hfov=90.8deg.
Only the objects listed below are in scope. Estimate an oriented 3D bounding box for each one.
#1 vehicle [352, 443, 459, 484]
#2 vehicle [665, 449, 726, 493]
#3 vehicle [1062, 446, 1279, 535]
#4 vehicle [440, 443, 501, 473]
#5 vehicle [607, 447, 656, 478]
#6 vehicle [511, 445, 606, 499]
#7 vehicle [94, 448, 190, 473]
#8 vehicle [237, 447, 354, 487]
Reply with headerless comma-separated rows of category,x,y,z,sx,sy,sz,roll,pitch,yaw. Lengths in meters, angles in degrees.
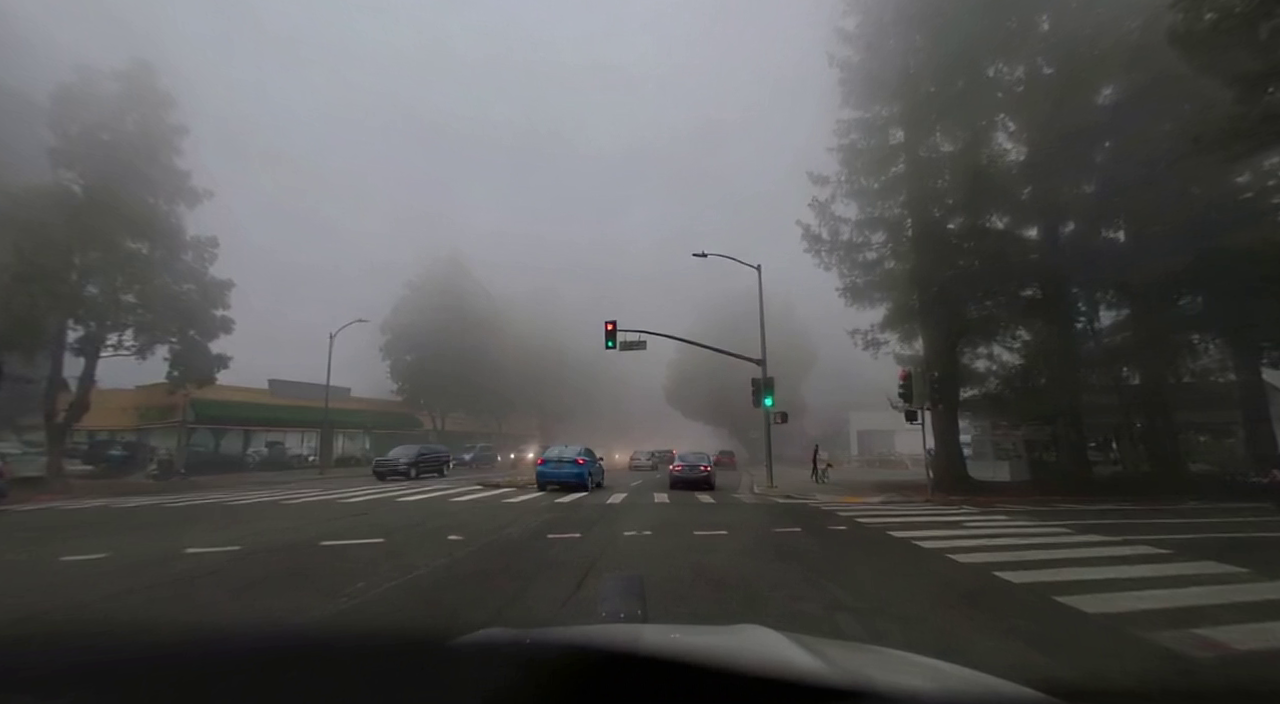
vehicle,-9.566,4.558,26.256,1.923,1.516,4.727,-2,-9,10
vehicle,2.157,4.410,23.769,2.085,1.475,3.976,-1,-9,7
vehicle,11.003,2.551,12.170,4.472,1.471,2.148,2,-9,-12
vehicle,-10.649,6.682,40.107,1.961,1.731,4.450,-2,-9,10
vehicle,-0.395,5.882,34.038,1.887,1.517,4.254,-2,-9,10
vehicle,-2.404,3.680,19.847,1.921,1.477,4.083,-1,-9,8
vehicle,-32.364,7.053,41.263,1.760,1.465,4.788,-2,-9,11
vehicle,-13.988,4.677,25.986,1.896,1.455,4.257,-2,-8,10
